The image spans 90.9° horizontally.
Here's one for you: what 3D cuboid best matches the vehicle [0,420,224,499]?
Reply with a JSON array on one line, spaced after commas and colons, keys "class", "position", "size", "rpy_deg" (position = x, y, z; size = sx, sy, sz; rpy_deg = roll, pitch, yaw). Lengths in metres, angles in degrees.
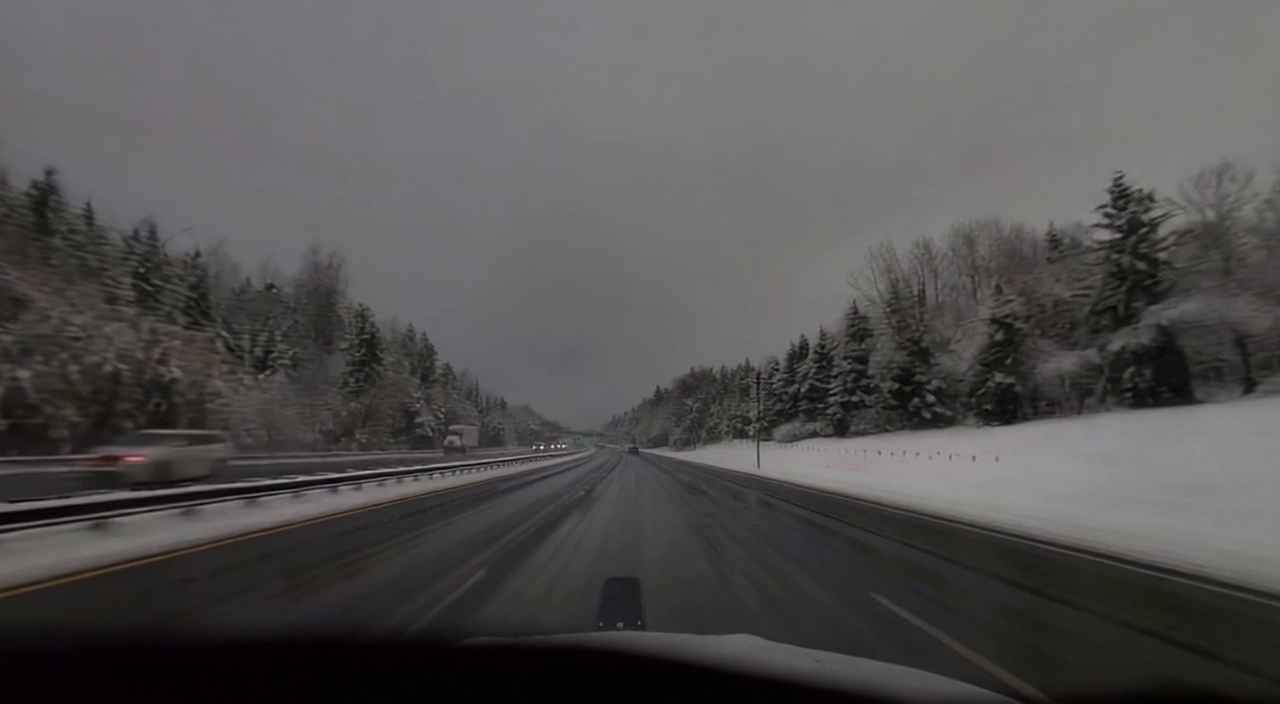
[{"class": "vehicle", "position": [-11.894, 2.407, 14.297], "size": [2.041, 1.513, 4.136], "rpy_deg": [0, -9, 0]}]
